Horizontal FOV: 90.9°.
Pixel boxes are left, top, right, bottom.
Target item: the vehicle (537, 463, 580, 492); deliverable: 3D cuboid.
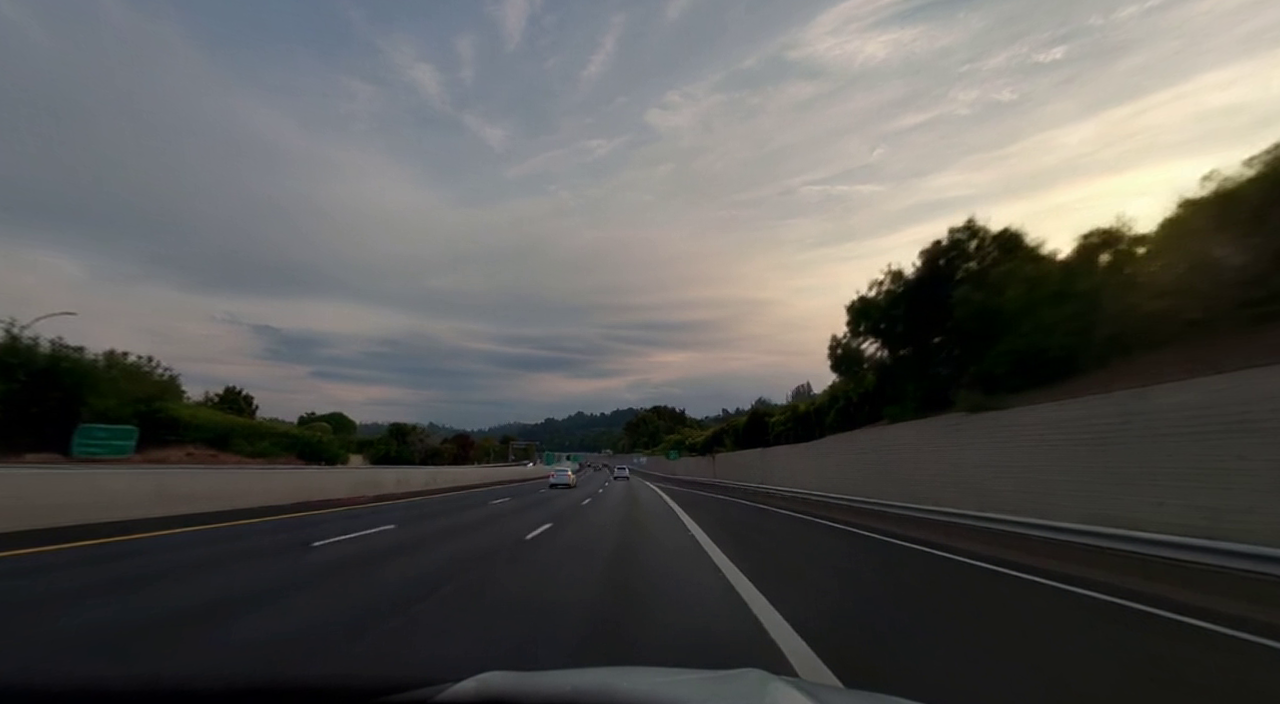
[{"bbox_3d":[-4.885,7.607,38.338,2.039,1.605,4.365,1,-10,0],"label":"vehicle"}]
